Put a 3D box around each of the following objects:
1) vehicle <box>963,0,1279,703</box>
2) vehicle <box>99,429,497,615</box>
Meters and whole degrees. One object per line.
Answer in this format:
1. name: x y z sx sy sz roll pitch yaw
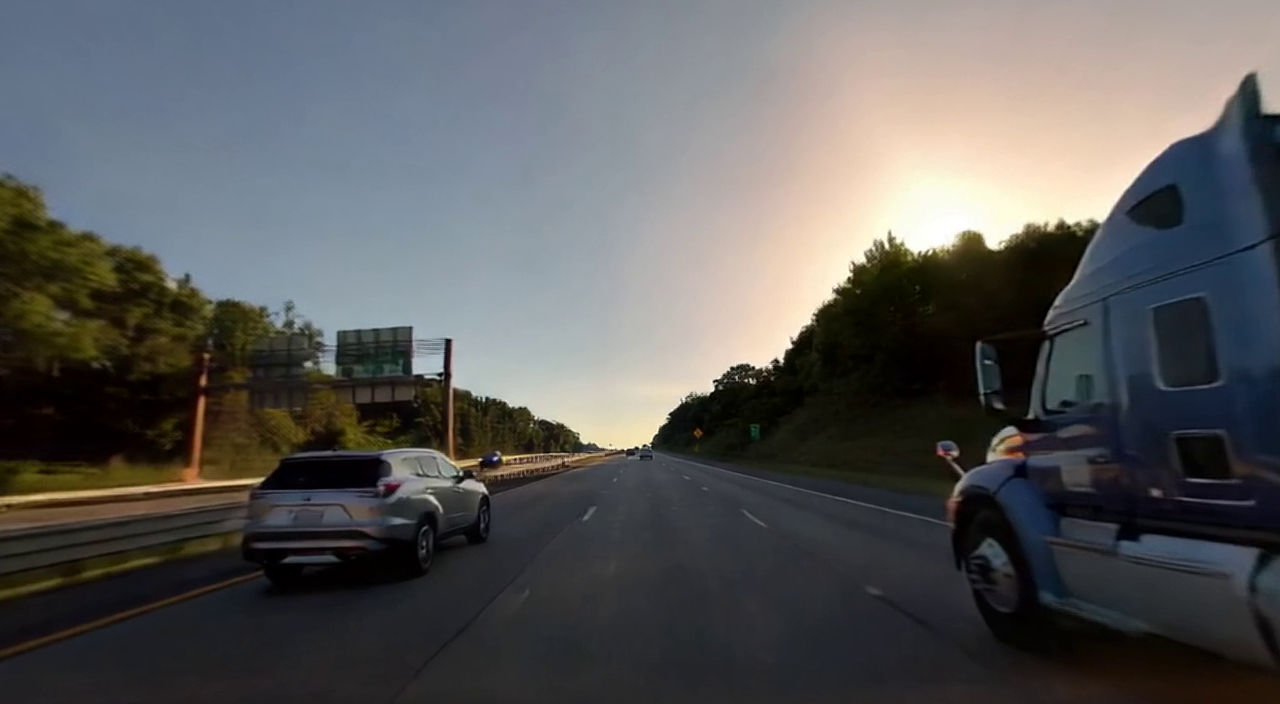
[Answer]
1. vehicle: 3.671 -0.401 0.892 3.010 3.907 5.999 0 -9 -1
2. vehicle: -3.290 1.743 7.476 2.054 1.475 4.708 0 -9 0
